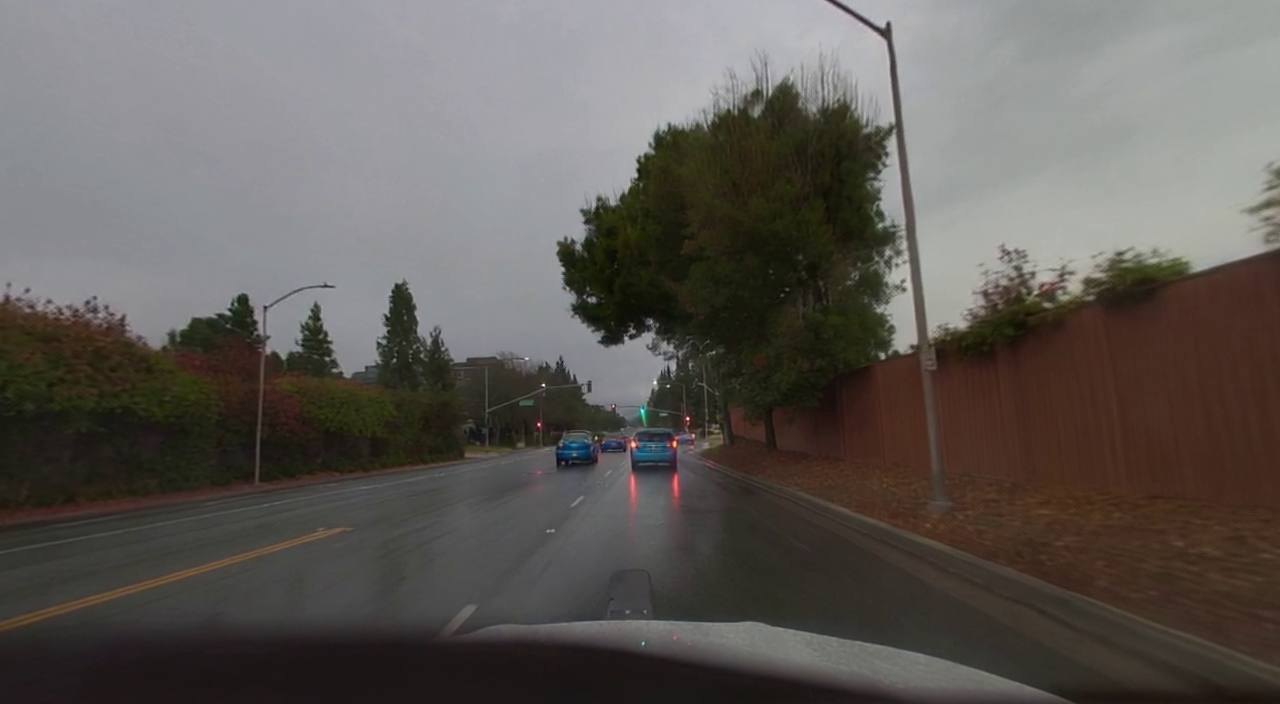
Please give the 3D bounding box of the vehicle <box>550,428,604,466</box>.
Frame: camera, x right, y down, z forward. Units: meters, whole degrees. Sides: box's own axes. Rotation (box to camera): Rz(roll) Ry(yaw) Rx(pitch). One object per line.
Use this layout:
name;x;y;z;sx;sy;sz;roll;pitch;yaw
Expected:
vehicle;-3.069;4.737;31.536;2.190;1.766;4.394;0;-8;1

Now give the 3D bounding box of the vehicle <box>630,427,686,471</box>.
vehicle;0.712;4.031;26.221;2.127;1.665;3.993;0;-8;1
